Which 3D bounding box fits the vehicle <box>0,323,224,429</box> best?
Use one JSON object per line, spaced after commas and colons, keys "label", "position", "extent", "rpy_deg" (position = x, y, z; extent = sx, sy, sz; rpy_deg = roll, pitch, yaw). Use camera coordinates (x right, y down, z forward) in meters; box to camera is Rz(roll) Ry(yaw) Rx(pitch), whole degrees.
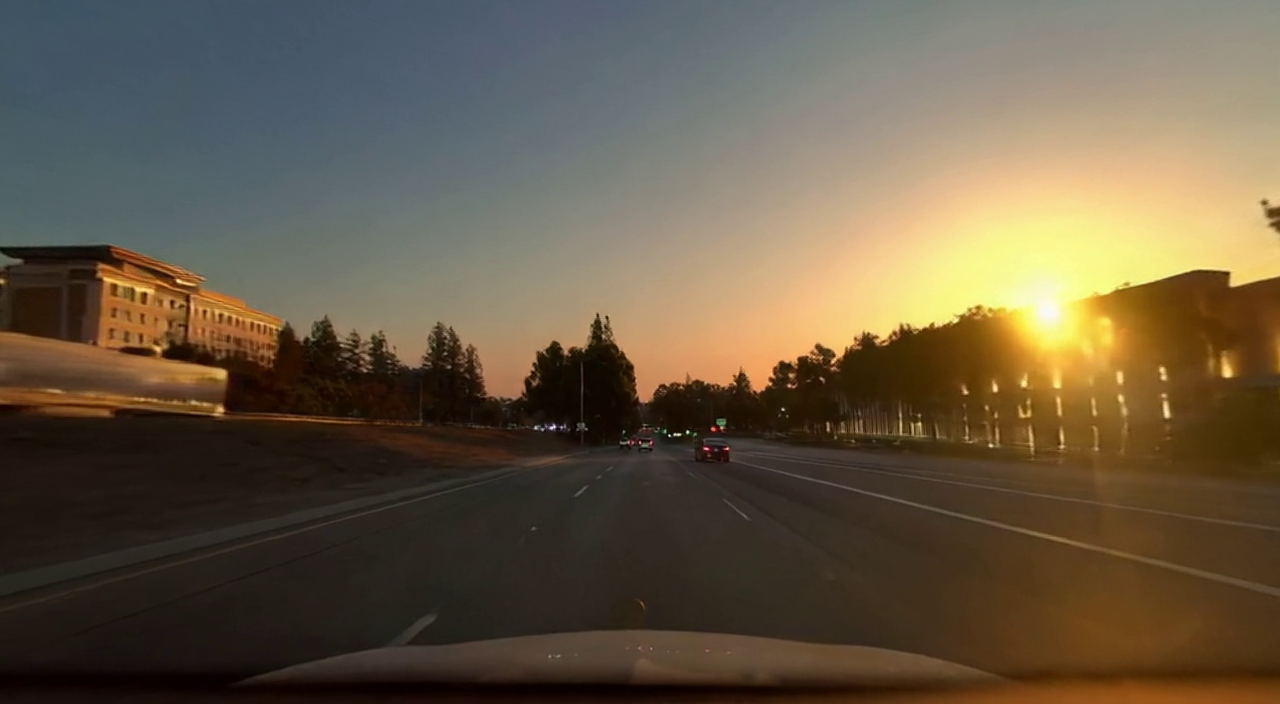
{"label": "vehicle", "position": [-27.557, 1.818, 32.462], "extent": [3.138, 3.880, 14.498], "rpy_deg": [0, -8, -3]}

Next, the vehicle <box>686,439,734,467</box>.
{"label": "vehicle", "position": [3.807, 5.601, 35.018], "extent": [2.069, 1.431, 4.313], "rpy_deg": [0, -8, -1]}
